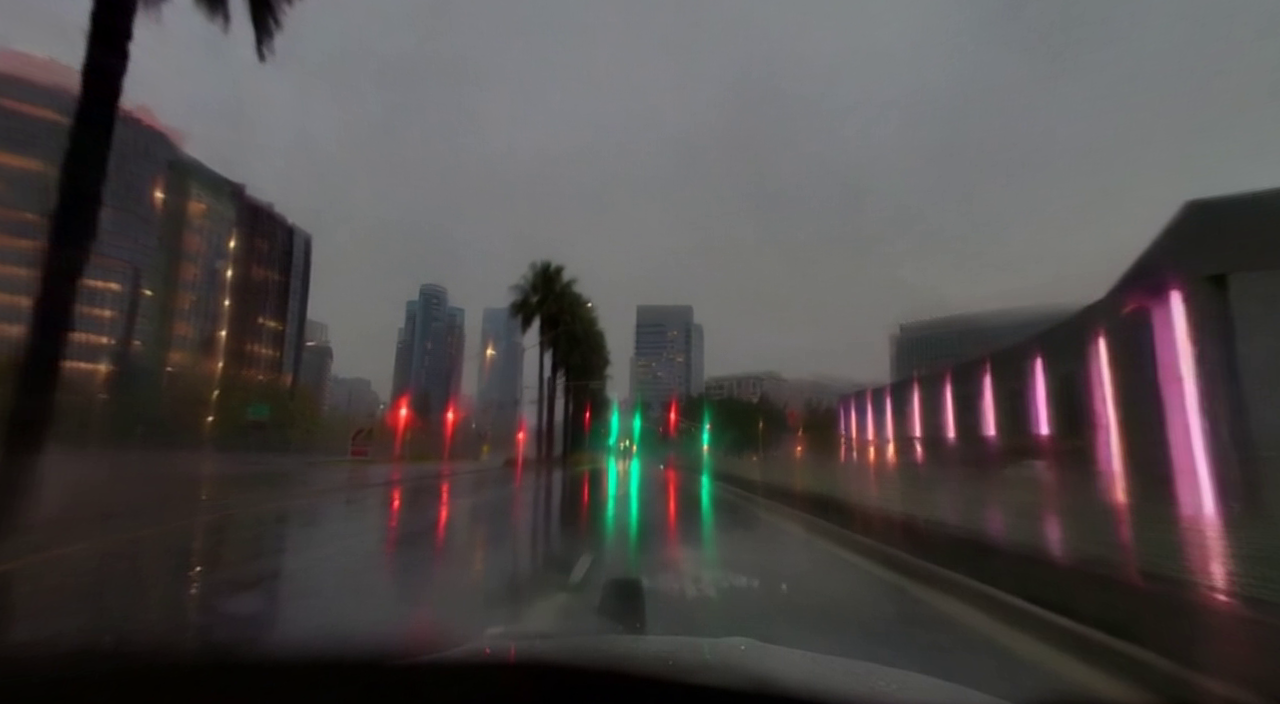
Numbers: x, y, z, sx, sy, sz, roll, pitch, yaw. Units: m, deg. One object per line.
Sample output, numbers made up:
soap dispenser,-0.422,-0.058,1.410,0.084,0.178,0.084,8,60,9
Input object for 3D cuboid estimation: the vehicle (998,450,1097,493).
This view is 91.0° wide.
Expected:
vehicle,28.290,8.465,44.088,2.599,2.380,6.013,2,-16,-3
